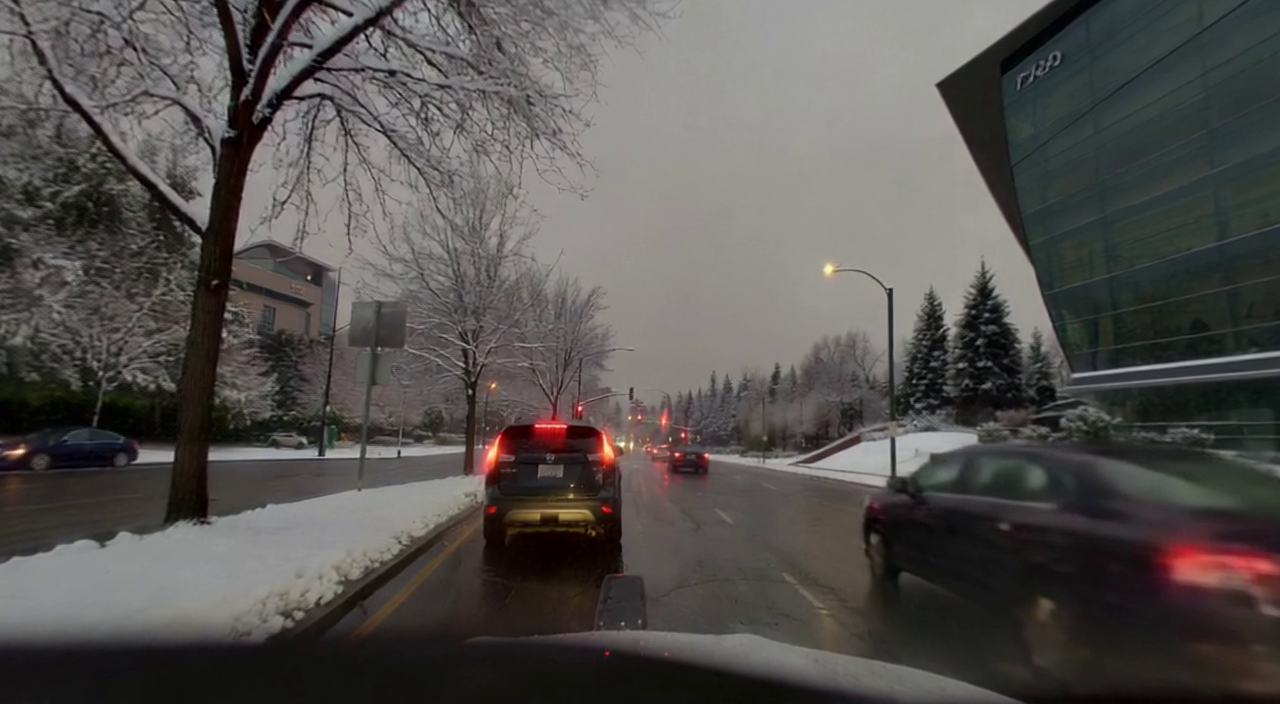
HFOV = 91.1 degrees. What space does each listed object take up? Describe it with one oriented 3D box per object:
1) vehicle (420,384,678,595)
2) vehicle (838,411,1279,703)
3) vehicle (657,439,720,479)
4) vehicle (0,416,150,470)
[{"bbox_3d":[-1.143,1.574,8.100,2.275,1.819,4.883,1,-9,-9],"label":"vehicle"},{"bbox_3d":[3.378,1.415,4.928,2.205,1.537,4.895,2,-8,2],"label":"vehicle"},{"bbox_3d":[2.311,5.262,31.107,2.301,1.716,4.856,3,-9,-5],"label":"vehicle"},{"bbox_3d":[-18.844,2.966,20.442,1.911,1.542,4.748,0,-9,1],"label":"vehicle"}]
